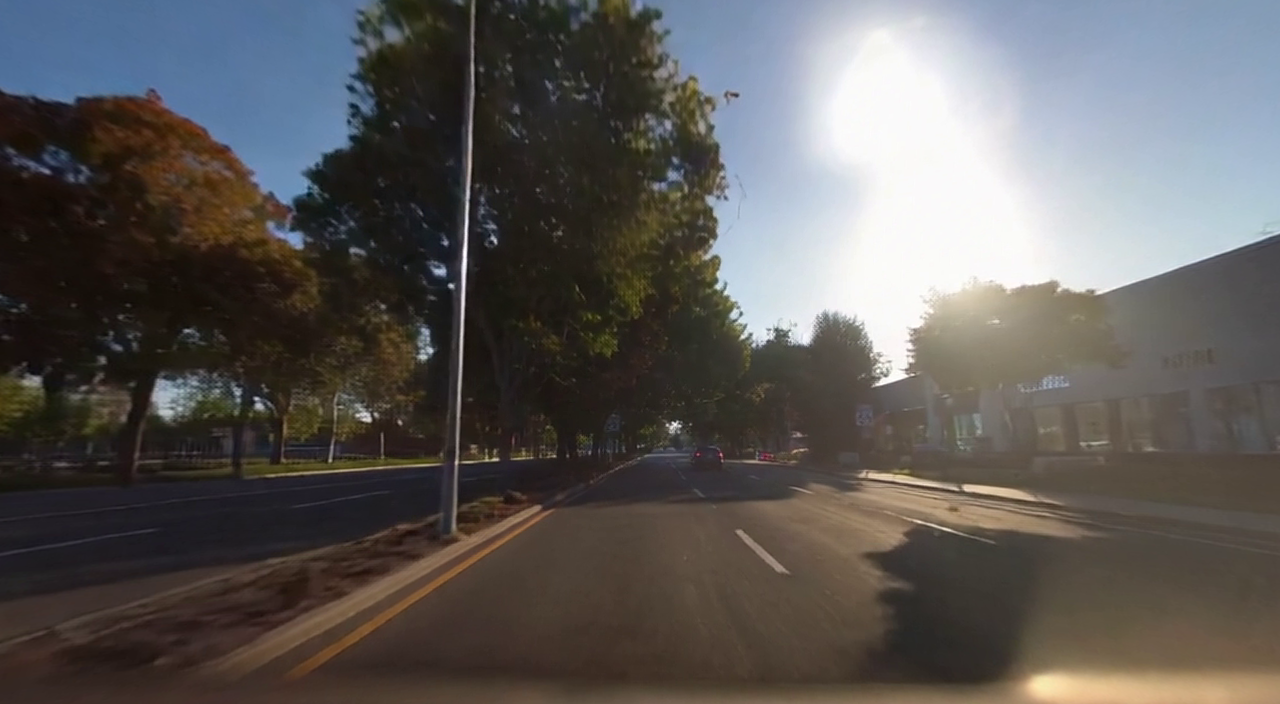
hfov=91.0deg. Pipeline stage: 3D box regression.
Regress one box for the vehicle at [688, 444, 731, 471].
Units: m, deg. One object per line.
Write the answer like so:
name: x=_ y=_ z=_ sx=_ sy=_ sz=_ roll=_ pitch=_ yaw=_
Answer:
vehicle: x=4.091 y=6.282 z=37.587 sx=2.015 sy=1.479 sz=4.444 roll=0 pitch=-9 yaw=0
